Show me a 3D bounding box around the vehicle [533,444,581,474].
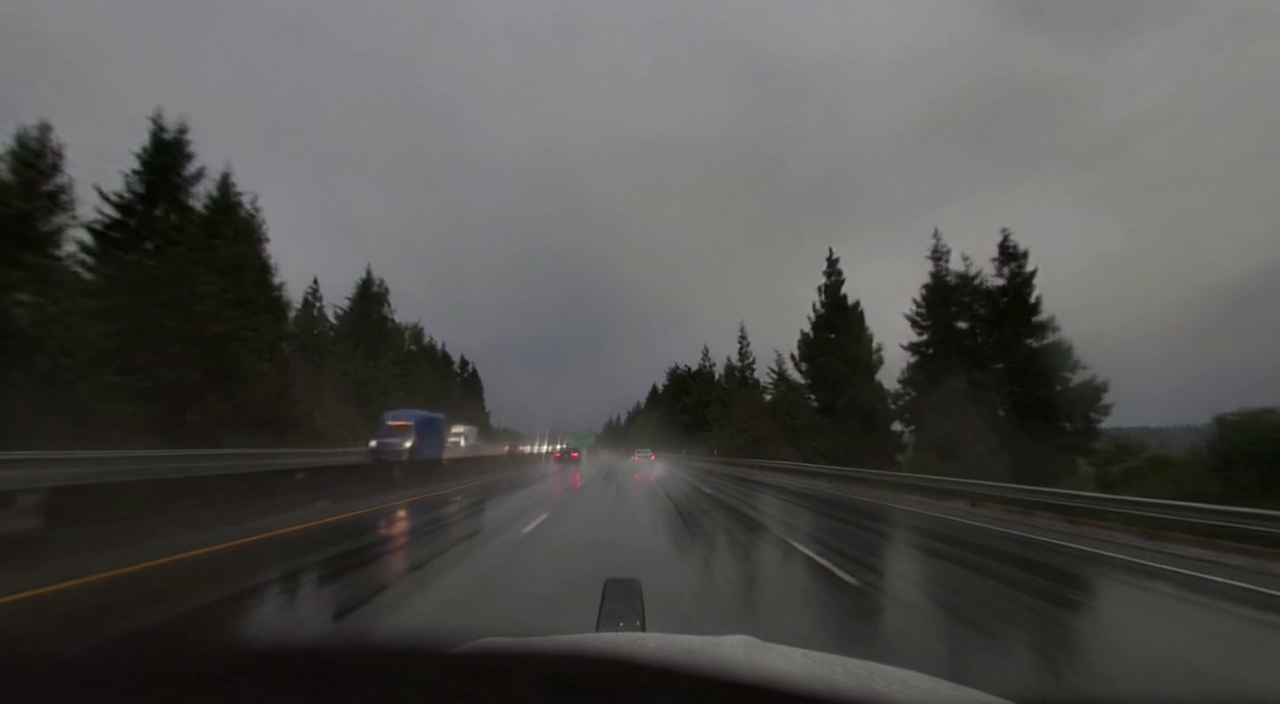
[{"bbox_3d":[-4.356,5.681,33.772,2.054,1.500,4.469,0,-8,-1],"label":"vehicle"}]

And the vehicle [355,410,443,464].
[{"bbox_3d":[-13.433,4.855,35.806,2.316,2.749,7.020,0,-9,-1],"label":"vehicle"}]

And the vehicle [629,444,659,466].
[{"bbox_3d":[0.250,7.545,46.347,2.008,1.499,3.192,0,-9,-2],"label":"vehicle"}]
